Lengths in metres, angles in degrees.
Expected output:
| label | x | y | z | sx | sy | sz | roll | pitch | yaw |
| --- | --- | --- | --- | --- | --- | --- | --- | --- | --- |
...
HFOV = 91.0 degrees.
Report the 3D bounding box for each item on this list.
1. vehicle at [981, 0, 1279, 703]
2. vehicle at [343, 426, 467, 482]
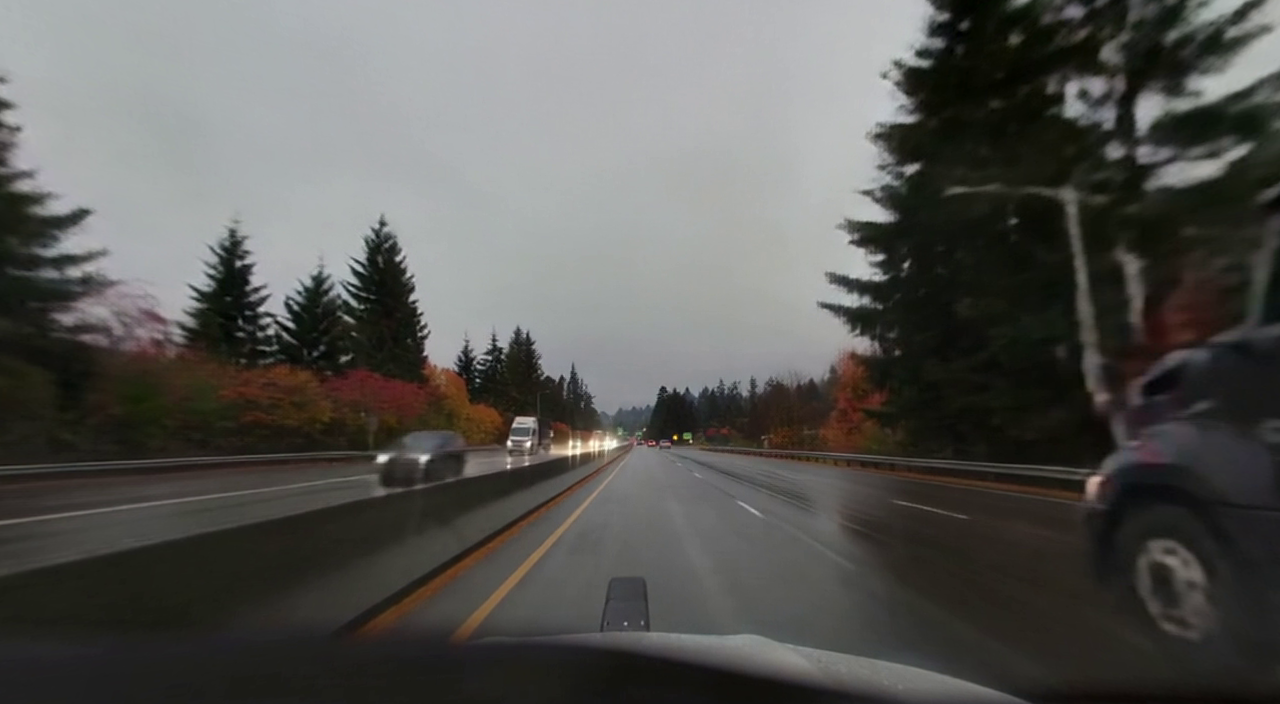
| label | x | y | z | sx | sy | sz | roll | pitch | yaw |
| --- | --- | --- | --- | --- | --- | --- | --- | --- | --- |
| vehicle | 4.060 | -0.476 | 1.088 | 3.057 | 4.041 | 6.788 | 0 | -8 | 1 |
| vehicle | -7.490 | 3.306 | 20.694 | 2.112 | 1.626 | 4.815 | 0 | -8 | 1 |
